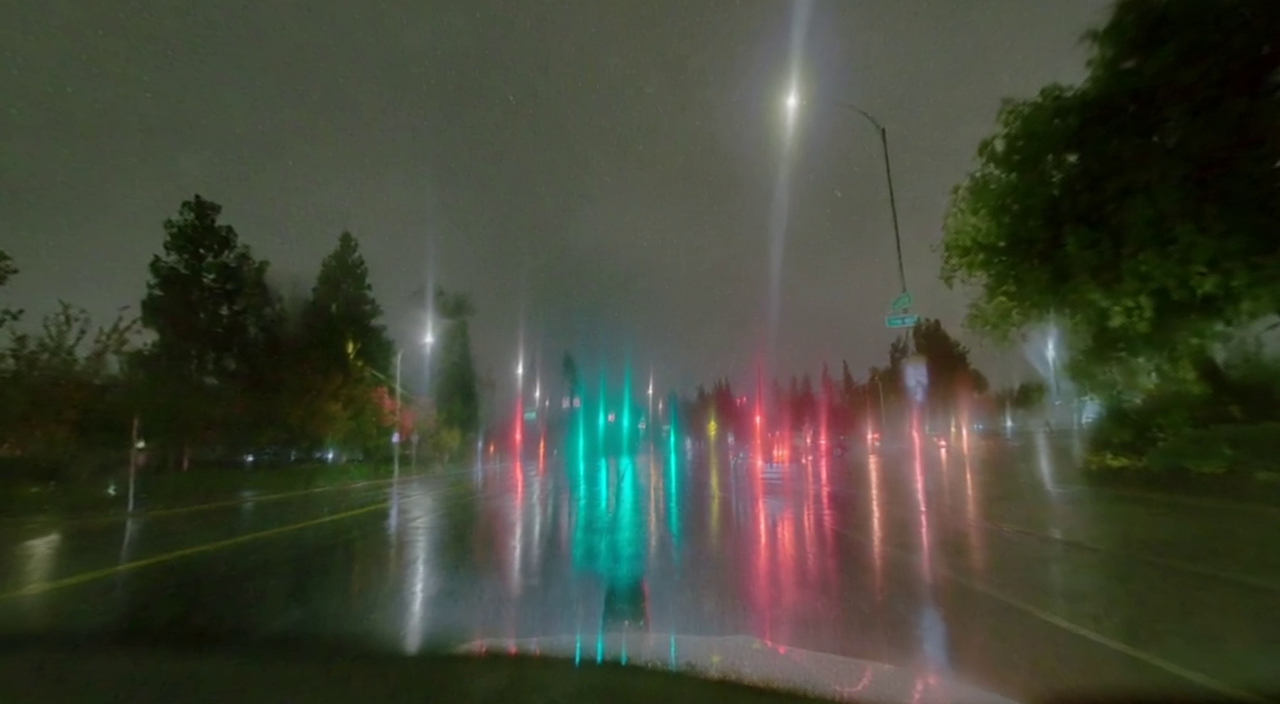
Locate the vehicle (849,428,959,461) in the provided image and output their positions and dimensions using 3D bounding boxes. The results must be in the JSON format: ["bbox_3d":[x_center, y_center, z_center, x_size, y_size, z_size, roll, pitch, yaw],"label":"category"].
[{"bbox_3d":[12.130,4.282,29.127,4.227,1.451,1.874,0,-8,1],"label":"vehicle"}]

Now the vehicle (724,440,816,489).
[{"bbox_3d":[4.180,3.721,21.155,2.006,1.448,4.671,0,-9,-1],"label":"vehicle"}]
